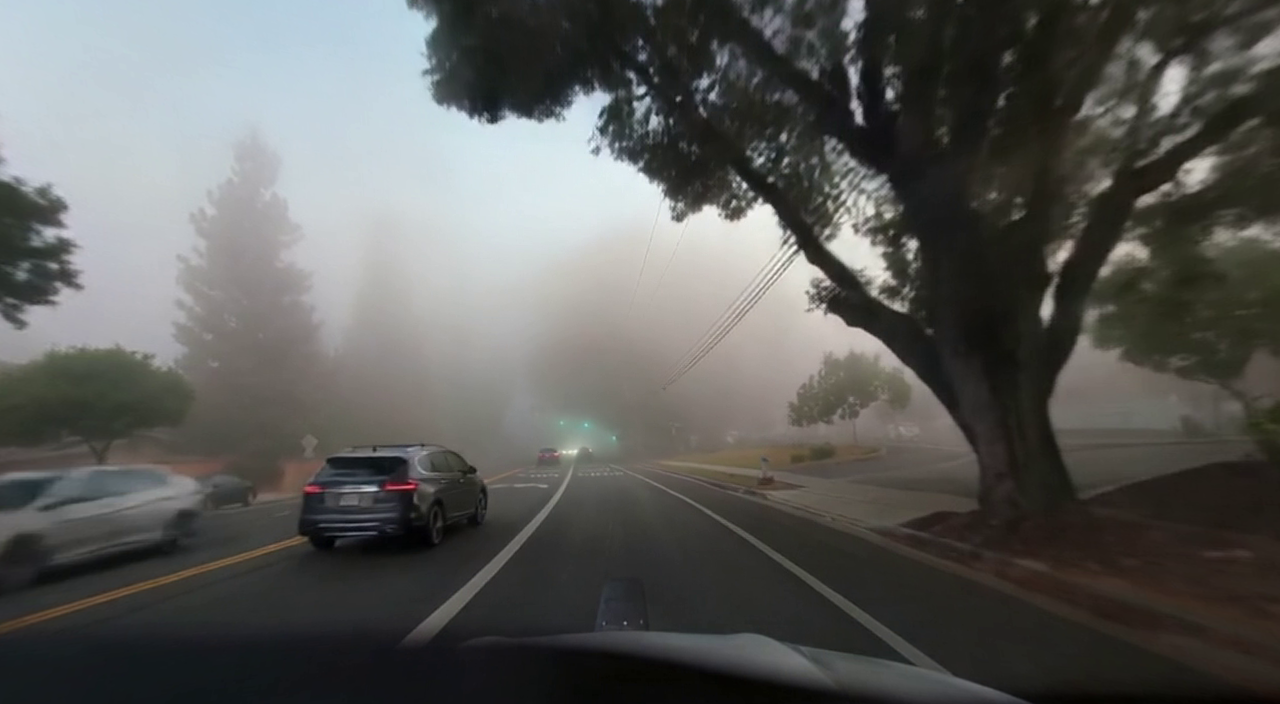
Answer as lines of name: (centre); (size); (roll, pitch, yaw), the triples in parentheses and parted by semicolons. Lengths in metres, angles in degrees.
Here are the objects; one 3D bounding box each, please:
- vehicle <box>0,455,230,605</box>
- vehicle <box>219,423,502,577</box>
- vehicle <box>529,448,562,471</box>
vehicle: (-7.679, 2.122, 8.127); (1.915, 1.486, 4.349); (0, -8, -2)
vehicle: (-3.652, 2.010, 9.482); (2.084, 1.701, 4.734); (0, -8, 0)
vehicle: (-6.883, 7.885, 46.355); (2.060, 1.530, 4.121); (1, -8, -4)
